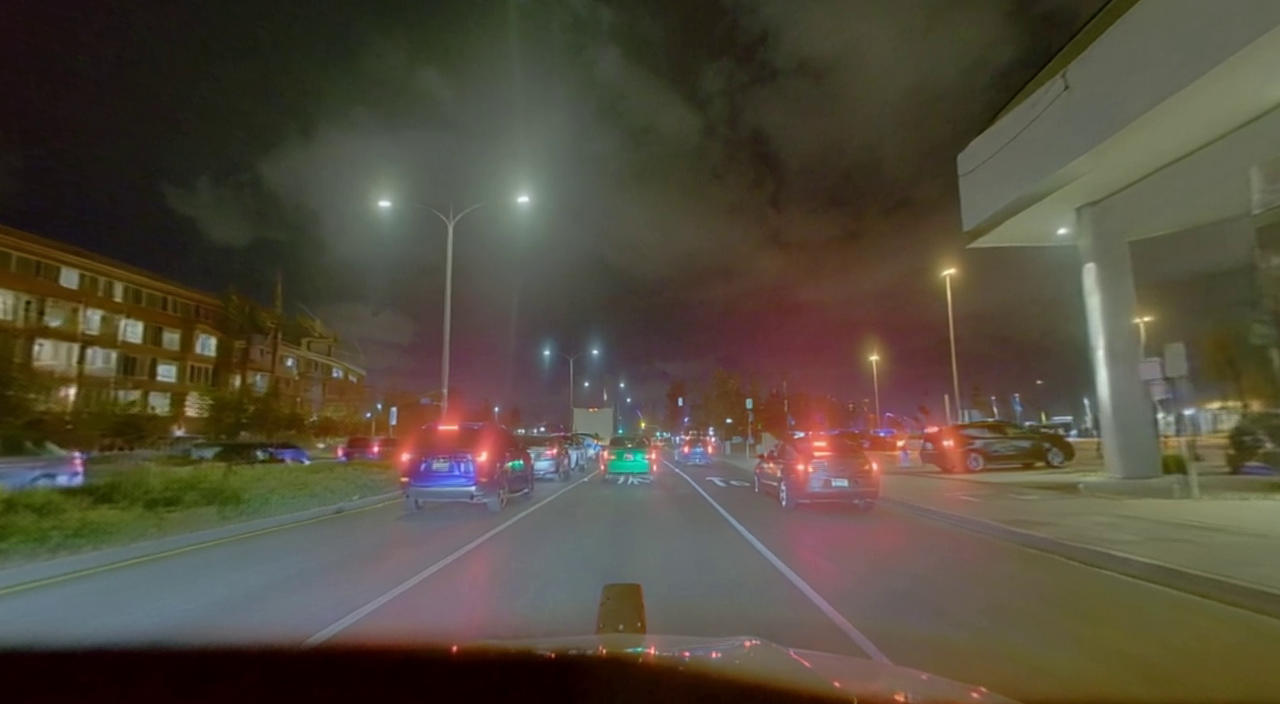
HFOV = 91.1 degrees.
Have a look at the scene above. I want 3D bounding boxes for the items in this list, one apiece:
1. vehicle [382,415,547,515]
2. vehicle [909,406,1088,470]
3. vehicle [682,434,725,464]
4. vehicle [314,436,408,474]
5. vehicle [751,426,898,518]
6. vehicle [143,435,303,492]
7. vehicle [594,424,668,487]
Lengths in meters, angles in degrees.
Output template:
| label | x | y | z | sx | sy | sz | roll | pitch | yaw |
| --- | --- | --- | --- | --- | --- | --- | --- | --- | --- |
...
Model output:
| label | x | y | z | sx | sy | sz | roll | pitch | yaw |
| --- | --- | --- | --- | --- | --- | --- | --- | --- | --- |
| vehicle | -3.392 | 2.288 | 13.160 | 2.047 | 1.710 | 4.314 | 0 | -8 | 2 |
| vehicle | 12.443 | 3.037 | 22.047 | 4.991 | 1.978 | 2.090 | -8 | -11 | 42 |
| vehicle | 3.378 | 5.282 | 34.282 | 1.948 | 1.475 | 4.093 | 0 | -8 | 0 |
| vehicle | -12.171 | 4.527 | 27.774 | 1.924 | 1.511 | 4.640 | 0 | -8 | 1 |
| vehicle | 3.489 | 2.337 | 12.699 | 1.847 | 1.554 | 3.885 | 0 | -8 | 1 |
| vehicle | -12.360 | 3.313 | 19.023 | 1.843 | 1.509 | 4.301 | 0 | -8 | 1 |
| vehicle | -0.198 | 3.137 | 19.283 | 2.022 | 1.700 | 4.084 | 0 | -8 | 1 |
